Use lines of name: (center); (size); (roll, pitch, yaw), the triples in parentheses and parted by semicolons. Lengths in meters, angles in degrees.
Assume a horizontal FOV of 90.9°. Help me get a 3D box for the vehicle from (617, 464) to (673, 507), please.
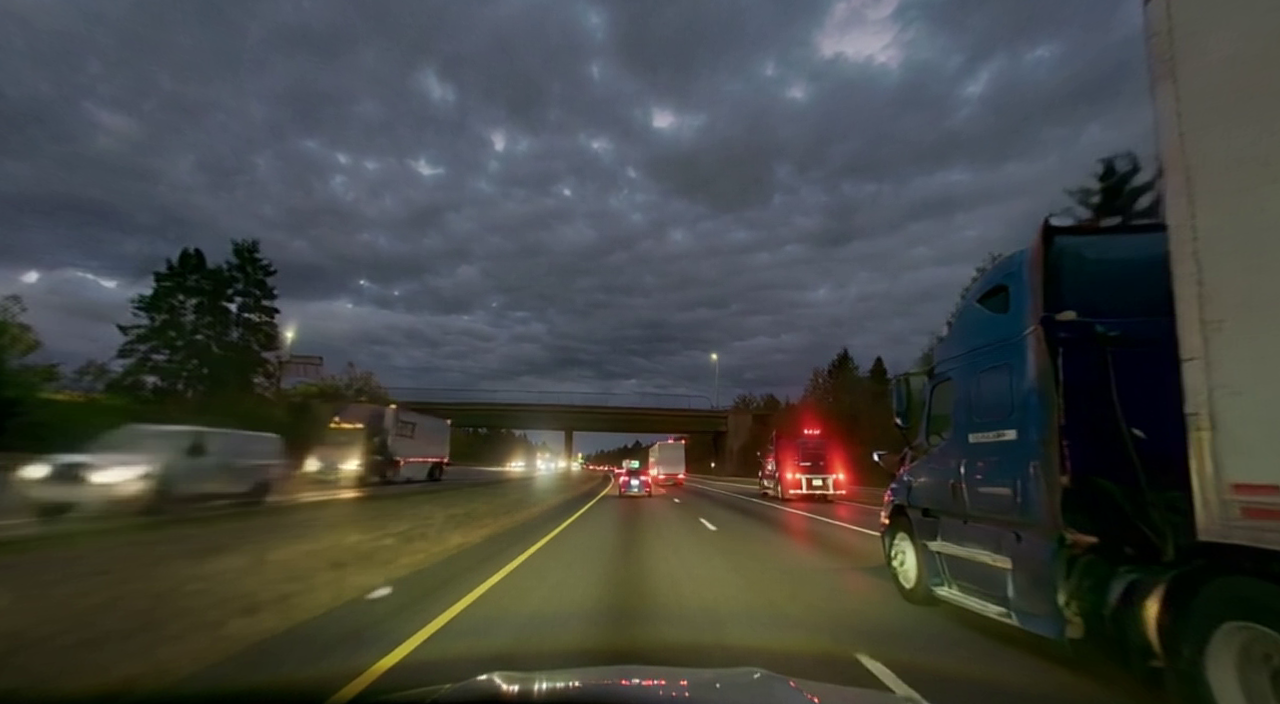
vehicle: (0.164, 5.294, 25.185); (2.067, 1.552, 3.601); (1, -11, 0)

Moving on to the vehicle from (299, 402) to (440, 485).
vehicle: (-13.196, 4.806, 31.978); (2.965, 3.557, 9.170); (1, -11, 0)

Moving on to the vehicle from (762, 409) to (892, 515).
vehicle: (7.413, 4.639, 26.393); (2.839, 3.684, 8.091); (1, -11, -1)

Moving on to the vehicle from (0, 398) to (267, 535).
vehicle: (-8.568, 1.851, 10.246); (1.963, 1.668, 4.888); (1, -11, 0)
